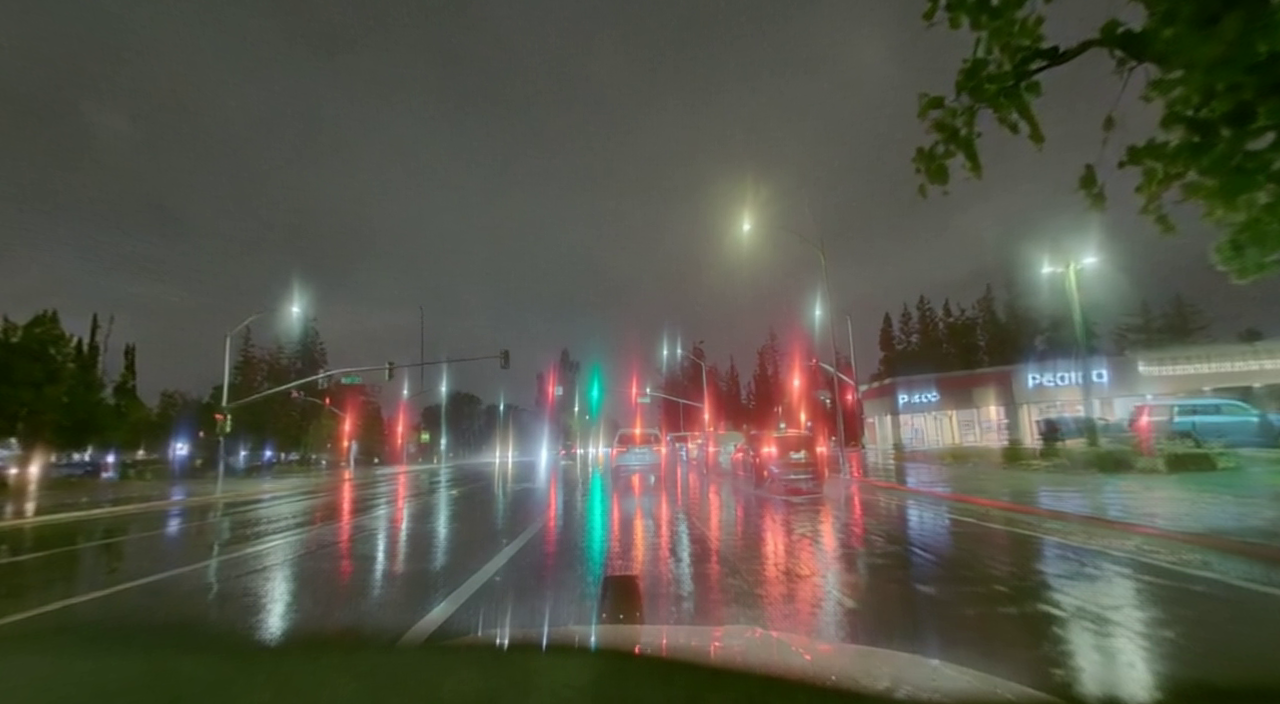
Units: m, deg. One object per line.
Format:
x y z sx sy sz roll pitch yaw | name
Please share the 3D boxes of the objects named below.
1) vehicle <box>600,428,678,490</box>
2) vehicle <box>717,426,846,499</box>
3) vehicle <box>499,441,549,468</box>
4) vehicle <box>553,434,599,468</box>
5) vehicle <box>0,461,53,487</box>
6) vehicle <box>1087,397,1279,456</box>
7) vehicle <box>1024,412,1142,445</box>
-0.118 3.269 19.553 2.146 1.685 4.003 0 -8 -2 | vehicle
3.550 2.890 16.864 2.198 1.660 4.512 0 -8 -3 | vehicle
-6.635 5.917 36.625 1.954 1.473 4.350 0 -8 1 | vehicle
-3.568 5.614 35.940 2.106 1.778 4.444 0 -8 0 | vehicle
-38.906 7.447 38.672 1.801 1.434 4.245 0 -8 0 | vehicle
15.408 2.103 17.574 4.344 1.512 1.936 -1 -8 4 | vehicle
23.872 4.155 34.176 4.854 1.712 2.017 0 -8 -1 | vehicle
